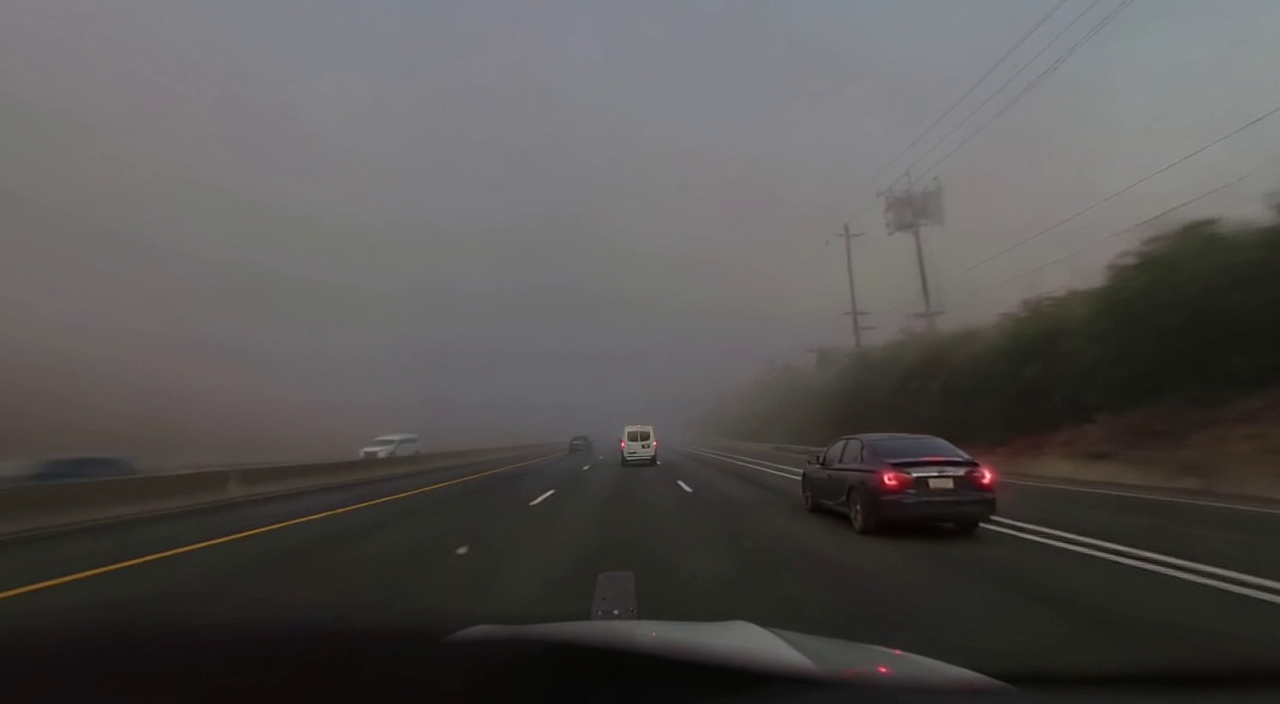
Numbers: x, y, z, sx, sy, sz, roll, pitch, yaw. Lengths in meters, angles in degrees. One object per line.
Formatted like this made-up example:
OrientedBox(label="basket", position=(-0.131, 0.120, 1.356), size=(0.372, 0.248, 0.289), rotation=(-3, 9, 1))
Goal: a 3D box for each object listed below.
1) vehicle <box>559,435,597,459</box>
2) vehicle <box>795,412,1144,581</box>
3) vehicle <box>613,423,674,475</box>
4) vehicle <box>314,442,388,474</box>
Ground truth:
OrientedBox(label="vehicle", position=(-4.100, 6.301, 42.219), size=(2.093, 1.517, 4.648), rotation=(0, -8, 0))
OrientedBox(label="vehicle", position=(3.663, 1.657, 8.277), size=(1.923, 1.562, 4.691), rotation=(0, -8, -2))
OrientedBox(label="vehicle", position=(0.089, 3.730, 24.498), size=(2.159, 1.811, 4.238), rotation=(0, -8, -1))
OrientedBox(label="vehicle", position=(-16.404, 5.990, 36.030), size=(2.024, 1.638, 4.554), rotation=(0, -8, 0))
